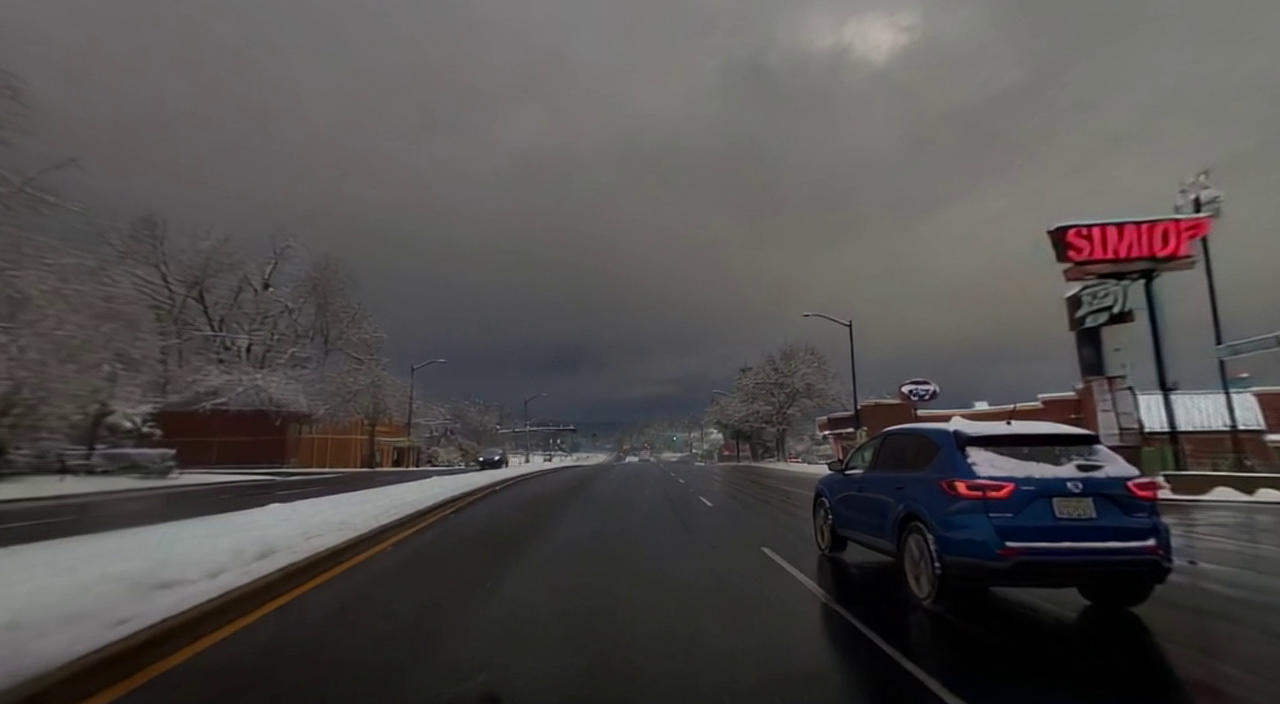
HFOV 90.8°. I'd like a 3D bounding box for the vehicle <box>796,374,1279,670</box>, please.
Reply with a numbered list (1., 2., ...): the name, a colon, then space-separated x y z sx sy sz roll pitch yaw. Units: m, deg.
1. vehicle: 3.197 1.371 6.209 2.130 1.790 4.615 0 -9 0
